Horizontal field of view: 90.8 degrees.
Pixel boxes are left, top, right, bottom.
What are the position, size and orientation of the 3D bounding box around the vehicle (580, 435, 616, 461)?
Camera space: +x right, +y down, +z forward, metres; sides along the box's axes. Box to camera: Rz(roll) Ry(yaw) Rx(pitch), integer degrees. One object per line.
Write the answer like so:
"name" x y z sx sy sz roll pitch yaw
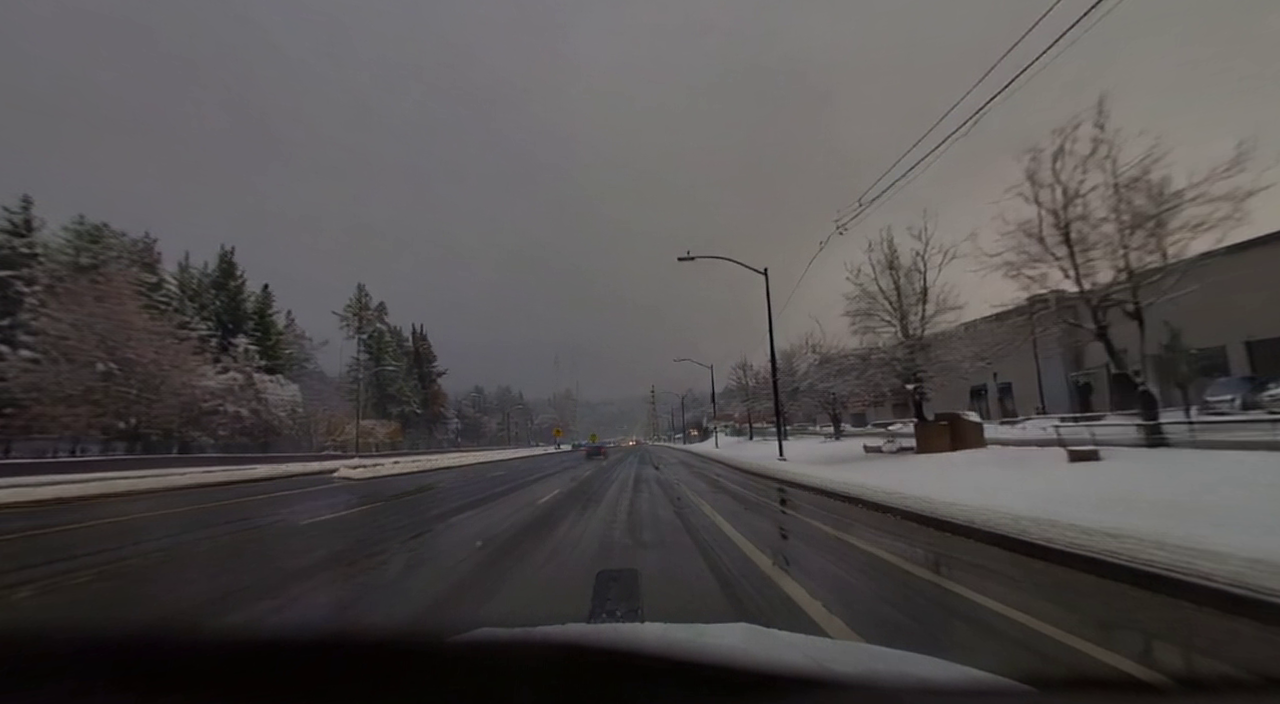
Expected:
"vehicle" -2.848 6.639 43.696 2.121 1.654 3.993 0 -8 2
